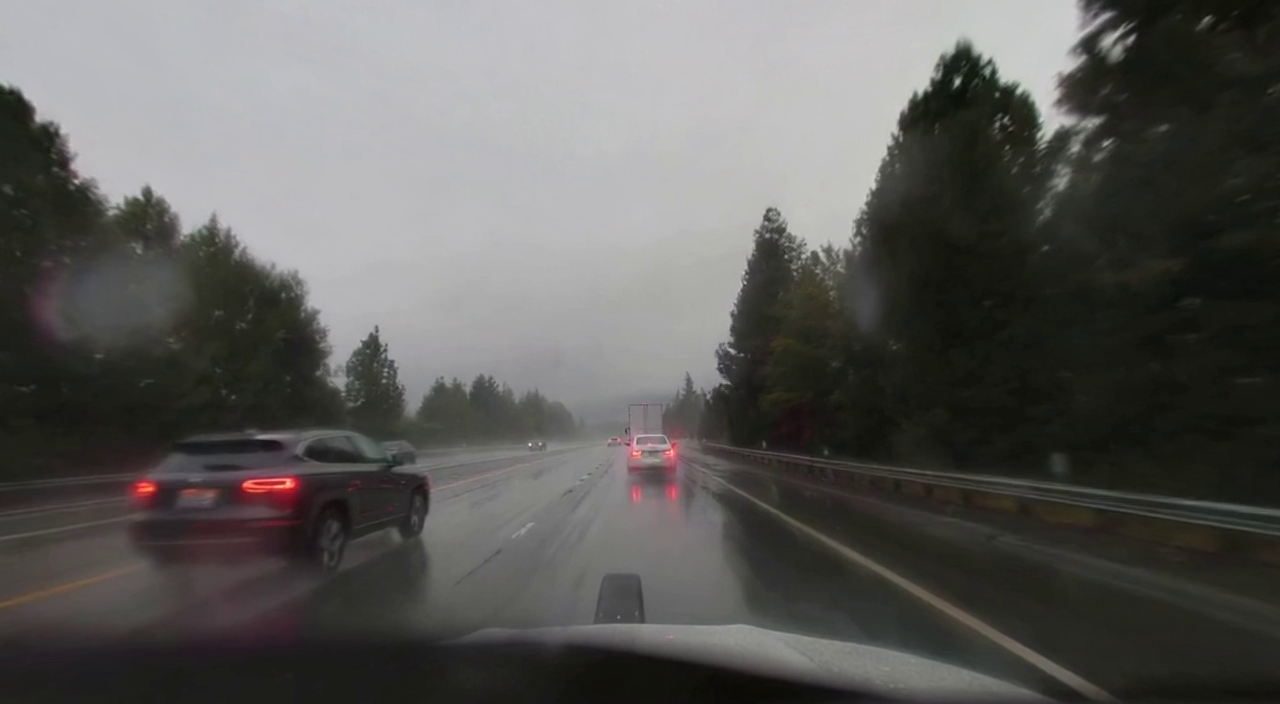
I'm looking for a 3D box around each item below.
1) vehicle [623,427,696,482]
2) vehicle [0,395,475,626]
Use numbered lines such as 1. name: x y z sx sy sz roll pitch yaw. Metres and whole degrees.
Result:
1. vehicle: 0.523 3.204 20.012 2.072 1.534 4.300 0 -8 0
2. vehicle: -3.598 1.453 6.967 2.192 1.623 4.887 0 -8 0
